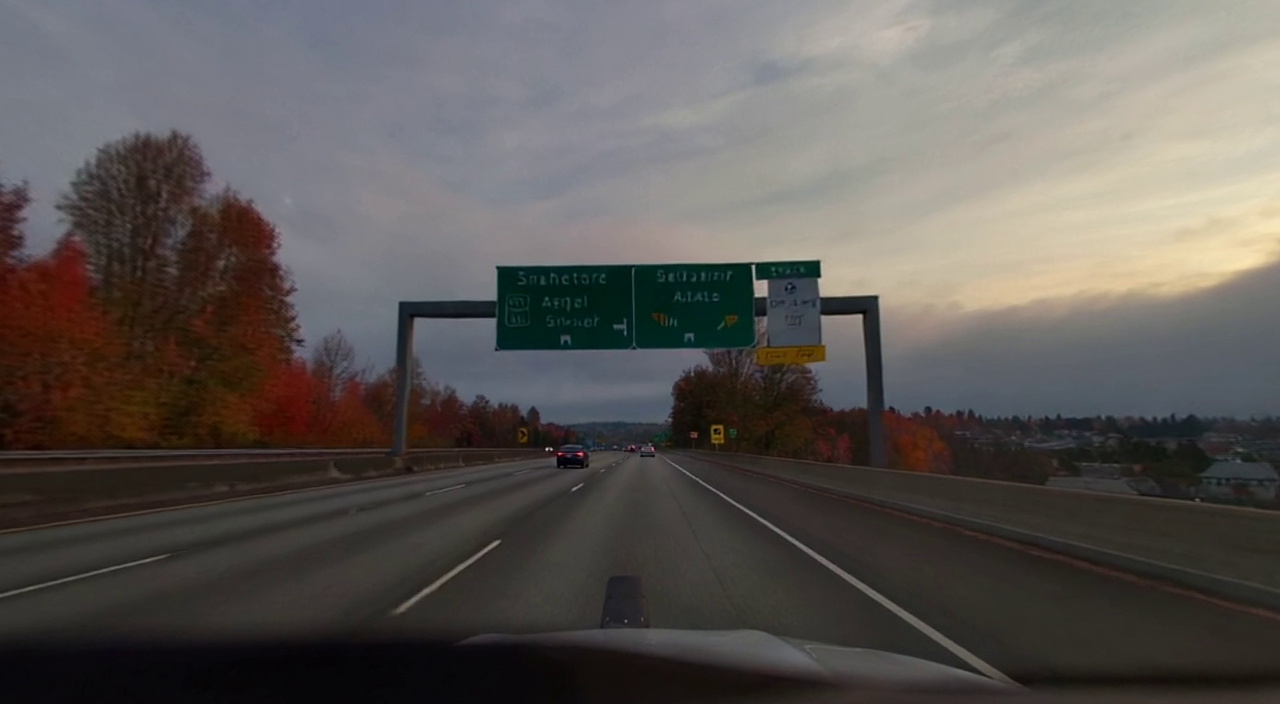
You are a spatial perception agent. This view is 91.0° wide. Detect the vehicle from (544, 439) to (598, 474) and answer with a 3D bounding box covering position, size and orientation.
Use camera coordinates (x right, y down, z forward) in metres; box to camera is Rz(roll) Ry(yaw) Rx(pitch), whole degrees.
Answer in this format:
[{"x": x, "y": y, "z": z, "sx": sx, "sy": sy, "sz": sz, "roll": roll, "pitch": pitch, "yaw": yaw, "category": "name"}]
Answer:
[{"x": -3.375, "y": 5.187, "z": 31.570, "sx": 2.061, "sy": 1.572, "sz": 4.814, "roll": 0, "pitch": -8, "yaw": 1, "category": "vehicle"}]
